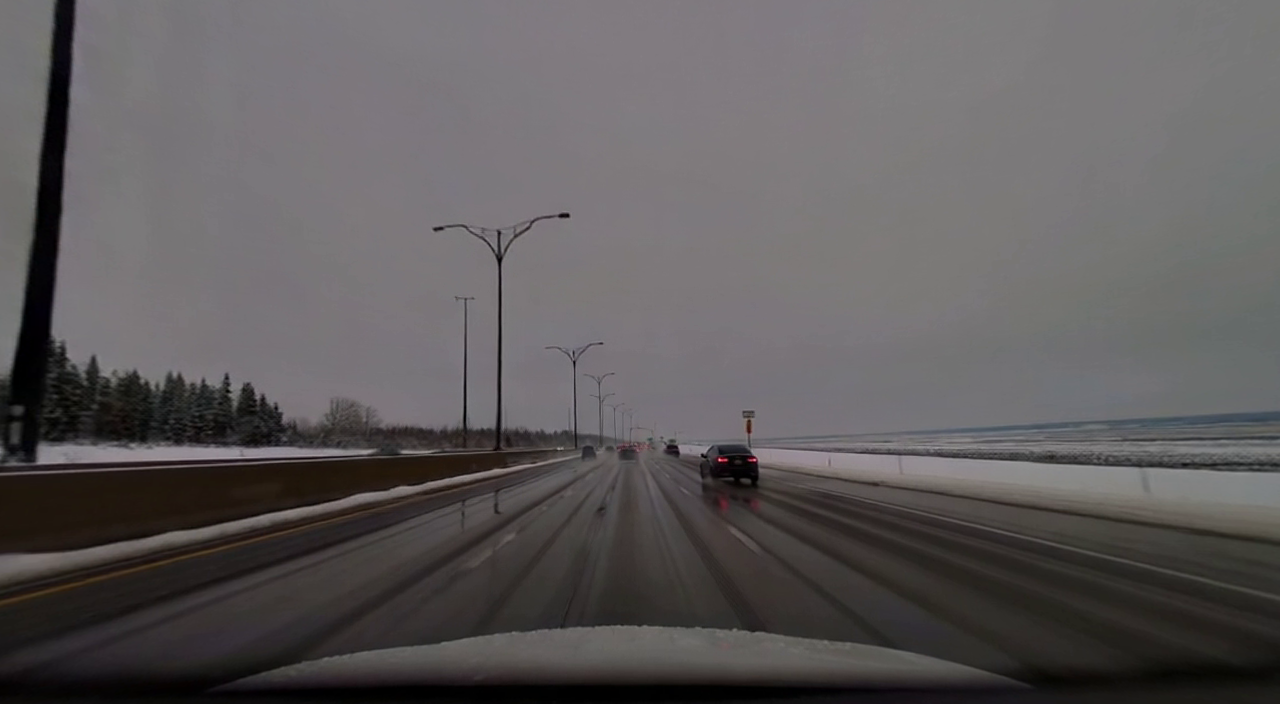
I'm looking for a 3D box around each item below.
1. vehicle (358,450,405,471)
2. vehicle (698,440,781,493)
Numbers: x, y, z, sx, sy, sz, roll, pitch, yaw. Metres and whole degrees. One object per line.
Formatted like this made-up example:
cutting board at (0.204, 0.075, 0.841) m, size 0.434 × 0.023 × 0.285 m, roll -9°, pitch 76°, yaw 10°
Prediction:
vehicle at (-19.277, 8.064, 47.309) m, size 1.755 × 1.447 × 4.176 m, roll 0°, pitch -9°, yaw 0°
vehicle at (3.085, 3.647, 20.536) m, size 1.890 × 1.490 × 4.373 m, roll 0°, pitch -9°, yaw -2°
